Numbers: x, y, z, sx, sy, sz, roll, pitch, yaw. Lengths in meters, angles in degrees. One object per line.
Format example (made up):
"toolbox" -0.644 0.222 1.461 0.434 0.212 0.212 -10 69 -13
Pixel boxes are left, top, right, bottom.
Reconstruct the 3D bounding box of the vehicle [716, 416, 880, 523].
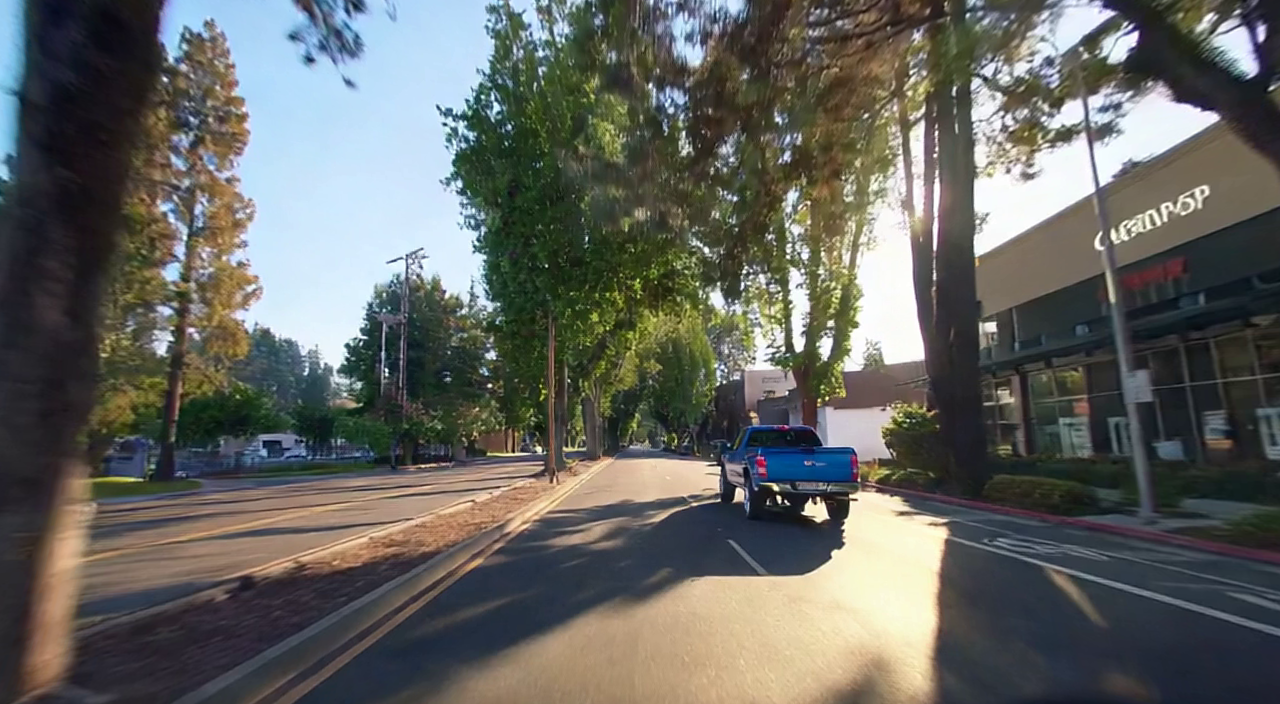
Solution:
"vehicle" 3.053 2.431 13.583 2.085 1.828 5.383 0 -8 -1
